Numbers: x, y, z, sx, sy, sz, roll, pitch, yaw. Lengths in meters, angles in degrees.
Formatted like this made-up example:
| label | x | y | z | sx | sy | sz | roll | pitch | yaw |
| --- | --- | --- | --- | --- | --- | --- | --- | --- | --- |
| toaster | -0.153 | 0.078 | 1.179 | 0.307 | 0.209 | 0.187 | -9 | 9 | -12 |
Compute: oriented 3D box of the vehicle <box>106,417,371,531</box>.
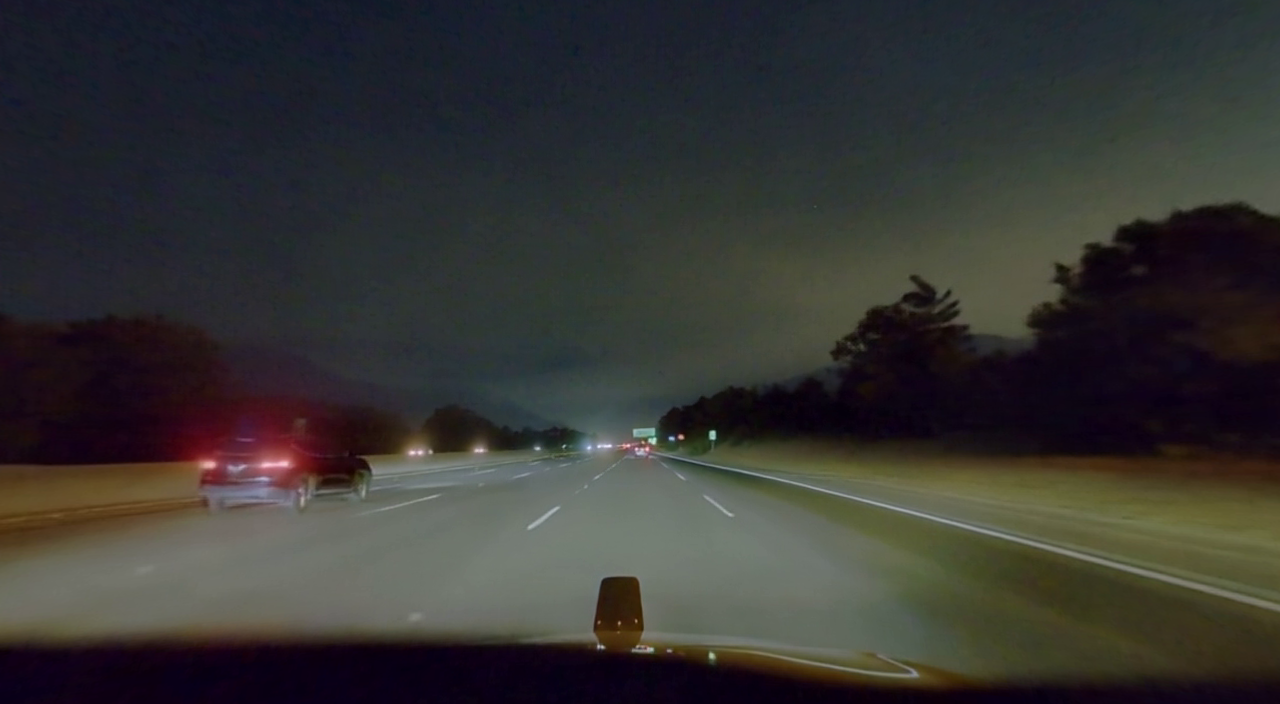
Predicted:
| label | x | y | z | sx | sy | sz | roll | pitch | yaw |
| --- | --- | --- | --- | --- | --- | --- | --- | --- | --- |
| vehicle | -7.432 | 2.294 | 12.507 | 2.032 | 1.808 | 4.776 | 0 | -8 | 1 |

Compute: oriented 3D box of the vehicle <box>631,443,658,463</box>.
| label | x | y | z | sx | sy | sz | roll | pitch | yaw |
| --- | --- | --- | --- | --- | --- | --- | --- | --- | --- |
| vehicle | 0.295 | 7.852 | 49.216 | 2.021 | 1.528 | 4.154 | 0 | -8 | -1 |
